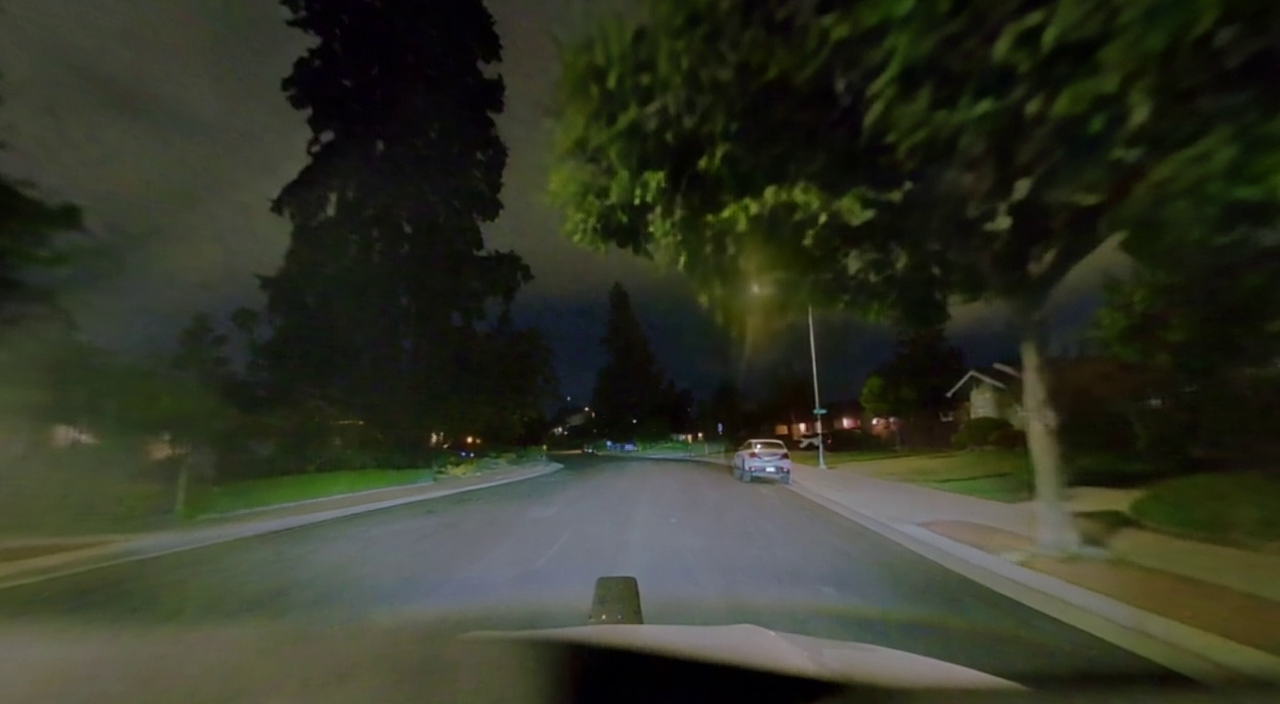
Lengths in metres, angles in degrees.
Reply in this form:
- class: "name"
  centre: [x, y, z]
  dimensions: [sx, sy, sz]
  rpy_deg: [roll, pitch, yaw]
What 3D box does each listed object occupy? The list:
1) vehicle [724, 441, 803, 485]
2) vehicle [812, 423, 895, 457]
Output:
- class: "vehicle"
  centre: [4.679, 4.297, 24.654]
  dimensions: [2.088, 1.522, 4.449]
  rpy_deg: [0, -9, -1]
- class: "vehicle"
  centre: [13.666, 5.645, 40.552]
  dimensions: [4.421, 1.703, 1.927]
  rpy_deg: [-5, -8, -6]
